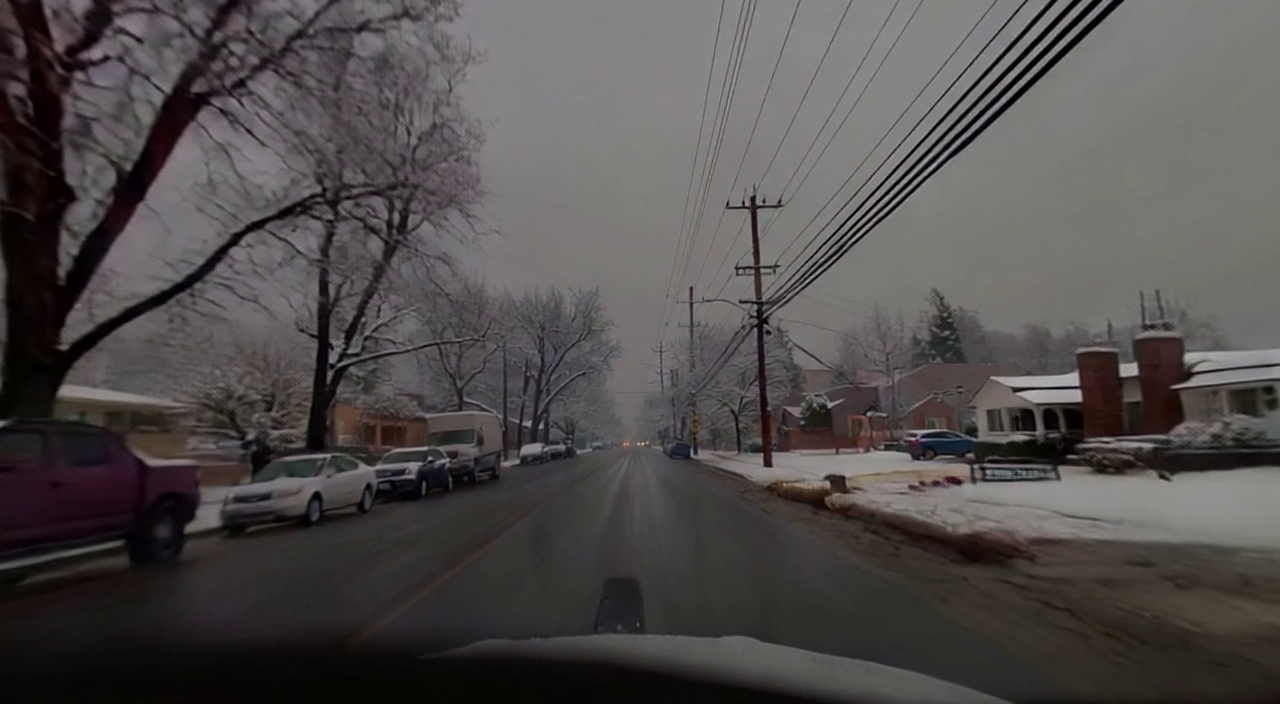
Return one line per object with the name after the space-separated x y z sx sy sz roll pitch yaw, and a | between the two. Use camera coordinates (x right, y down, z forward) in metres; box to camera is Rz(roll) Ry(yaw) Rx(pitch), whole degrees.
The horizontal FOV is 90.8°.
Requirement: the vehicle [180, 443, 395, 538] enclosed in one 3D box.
-6.527 2.571 12.374 1.858 1.476 4.262 -1 -9 -2 | vehicle

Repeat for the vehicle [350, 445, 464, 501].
-6.763 3.541 18.841 1.846 1.427 4.260 -1 -9 -1 | vehicle

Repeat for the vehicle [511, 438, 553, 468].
-6.890 6.466 40.713 1.963 1.820 4.297 0 -8 -1 | vehicle

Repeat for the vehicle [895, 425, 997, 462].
15.929 4.827 33.035 4.275 1.645 1.874 -3 -10 1 | vehicle

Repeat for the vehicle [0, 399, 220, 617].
-6.429 1.433 5.849 1.941 1.832 4.666 -2 -9 -1 | vehicle

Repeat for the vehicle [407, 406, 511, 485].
-6.905 3.738 24.997 2.439 2.724 5.647 0 -9 0 | vehicle
